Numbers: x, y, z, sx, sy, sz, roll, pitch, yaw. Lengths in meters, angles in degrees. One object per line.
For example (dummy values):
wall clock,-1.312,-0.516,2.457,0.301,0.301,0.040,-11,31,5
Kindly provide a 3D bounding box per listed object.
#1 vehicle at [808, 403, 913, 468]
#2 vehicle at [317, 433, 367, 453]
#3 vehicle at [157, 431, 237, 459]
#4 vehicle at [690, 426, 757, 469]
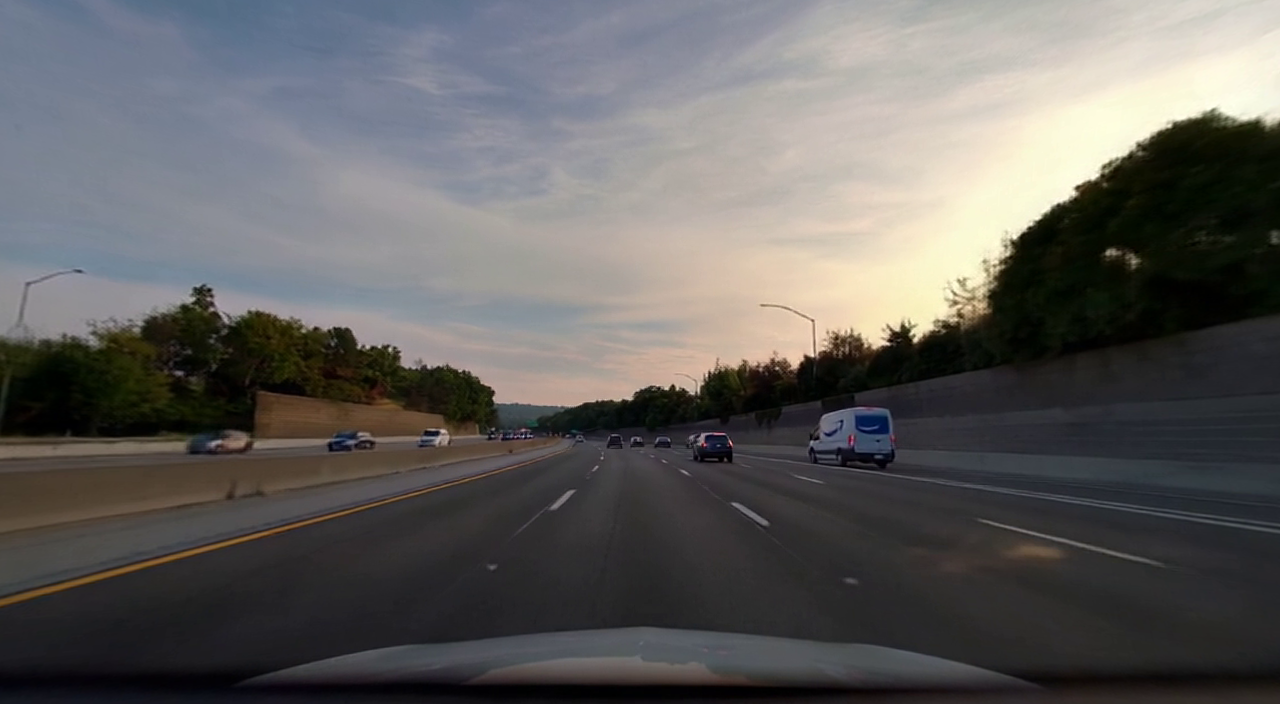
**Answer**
vehicle,10.550,4.141,30.935,2.274,2.802,6.802,0,-8,-4
vehicle,-22.612,6.952,48.050,1.895,1.469,4.267,0,-8,-3
vehicle,-26.031,5.503,37.276,1.848,1.513,4.086,0,-8,-2
vehicle,3.538,4.175,27.689,2.141,1.732,4.279,0,-8,-3
